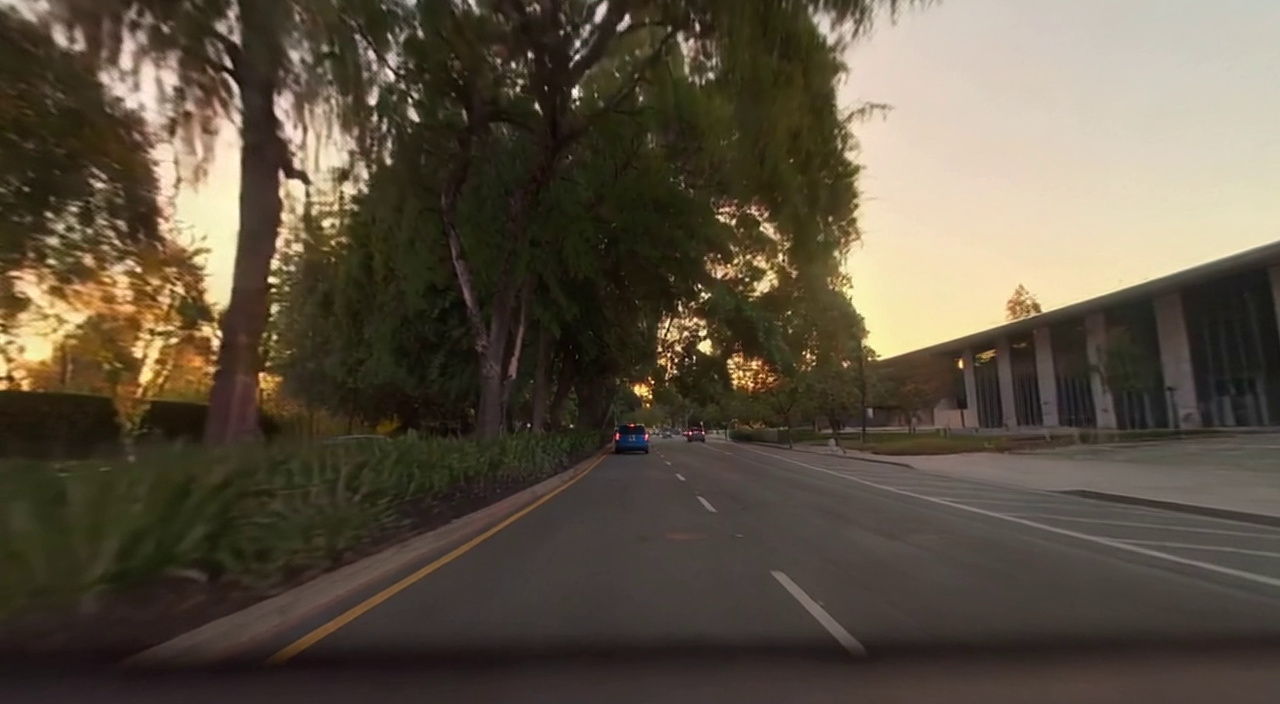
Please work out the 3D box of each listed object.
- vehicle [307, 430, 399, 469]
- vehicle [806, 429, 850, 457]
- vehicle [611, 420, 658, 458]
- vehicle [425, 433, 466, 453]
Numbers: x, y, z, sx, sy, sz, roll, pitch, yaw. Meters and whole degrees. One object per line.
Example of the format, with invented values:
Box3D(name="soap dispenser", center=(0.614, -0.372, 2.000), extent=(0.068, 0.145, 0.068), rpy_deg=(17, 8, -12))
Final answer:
Box3D(name="vehicle", center=(-13.400, 4.608, 29.890), extent=(1.929, 1.676, 5.134), rpy_deg=(0, -8, 0))
Box3D(name="vehicle", center=(12.658, 6.164, 42.887), extent=(2.364, 1.781, 4.854), rpy_deg=(-2, -9, 11))
Box3D(name="vehicle", center=(-0.286, 4.817, 34.873), extent=(2.411, 1.937, 5.186), rpy_deg=(0, -8, 0))
Box3D(name="vehicle", center=(-14.973, 7.049, 48.841), extent=(1.870, 1.473, 4.584), rpy_deg=(0, -8, -3))
